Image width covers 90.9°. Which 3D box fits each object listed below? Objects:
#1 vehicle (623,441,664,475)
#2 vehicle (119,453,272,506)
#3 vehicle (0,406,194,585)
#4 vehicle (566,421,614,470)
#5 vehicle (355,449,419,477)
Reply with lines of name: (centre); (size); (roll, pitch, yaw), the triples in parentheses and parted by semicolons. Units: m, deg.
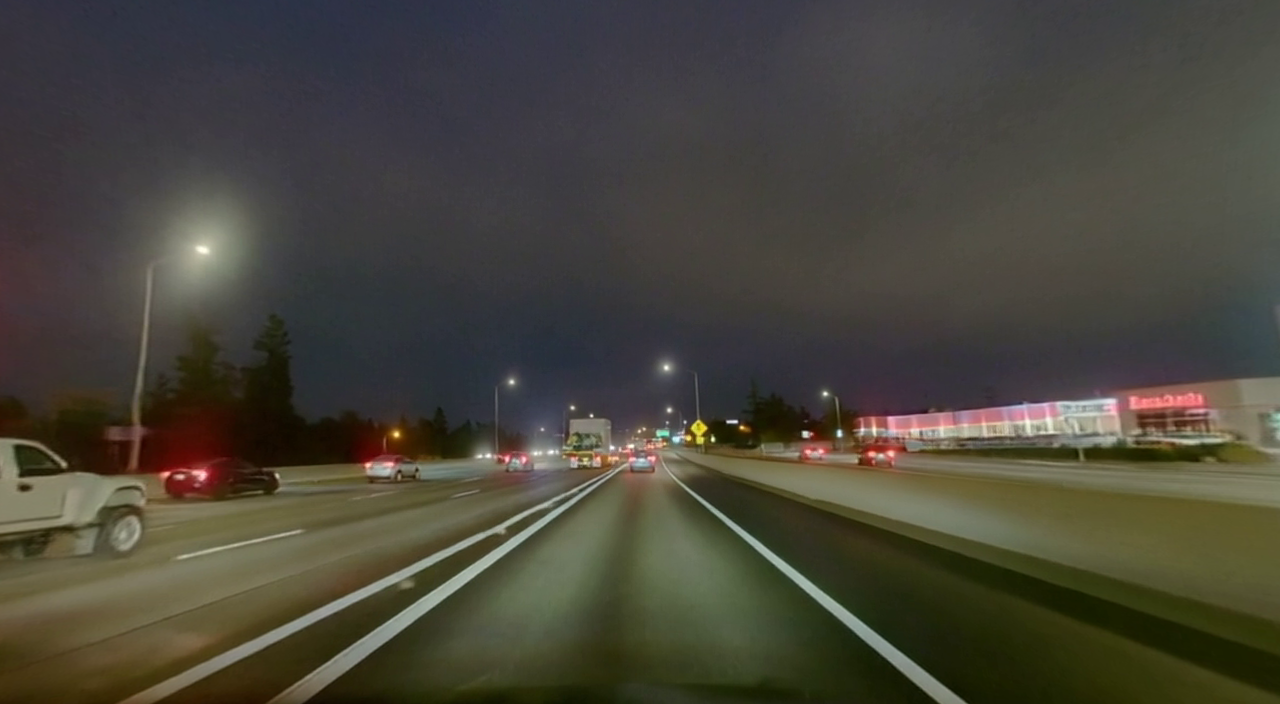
vehicle: (0.219, 6.025, 36.064); (2.227, 1.794, 4.646); (0, -8, 1)
vehicle: (-14.490, 4.136, 20.919); (1.805, 1.508, 4.331); (0, -8, 2)
vehicle: (-7.952, 1.589, 7.061); (2.165, 1.903, 4.917); (0, -8, 2)
vehicle: (-3.701, 7.213, 48.866); (2.796, 3.426, 8.553); (0, -8, 1)
vehicle: (-17.073, 7.493, 42.833); (2.076, 1.709, 4.893); (-1, -8, 3)
